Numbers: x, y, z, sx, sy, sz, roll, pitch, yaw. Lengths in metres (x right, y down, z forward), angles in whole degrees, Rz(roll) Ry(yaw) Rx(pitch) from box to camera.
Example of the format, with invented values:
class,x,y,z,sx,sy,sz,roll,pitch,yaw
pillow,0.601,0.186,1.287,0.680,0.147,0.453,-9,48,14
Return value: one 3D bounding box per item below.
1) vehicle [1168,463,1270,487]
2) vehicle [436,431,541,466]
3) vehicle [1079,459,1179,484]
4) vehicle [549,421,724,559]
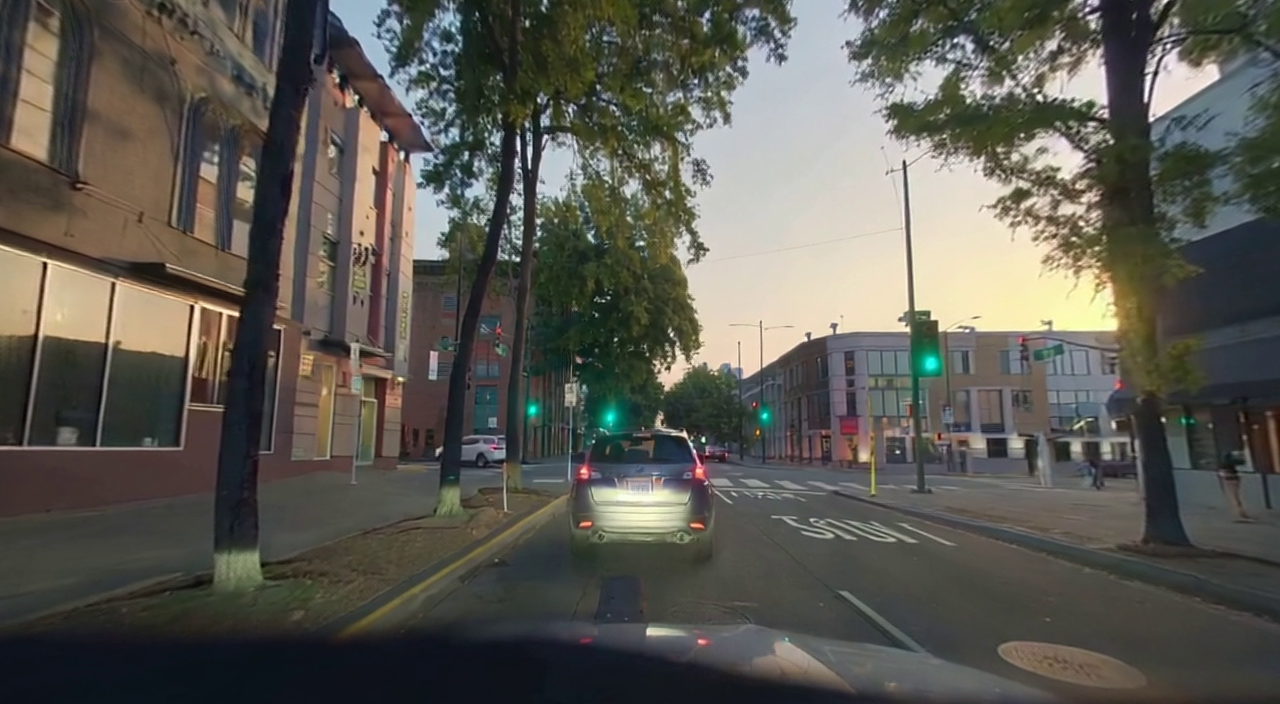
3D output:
class,x,y,z,sx,sy,sz,roll,pitch,yaw
vehicle,35.953,7.626,39.195,4.457,1.409,1.873,0,-9,-1
vehicle,-7.441,4.723,30.972,4.536,1.586,2.254,-4,-9,23
vehicle,30.239,7.371,39.040,4.668,1.441,1.904,0,-9,-4
vehicle,-0.051,1.931,9.490,2.079,1.621,3.861,0,-8,0
